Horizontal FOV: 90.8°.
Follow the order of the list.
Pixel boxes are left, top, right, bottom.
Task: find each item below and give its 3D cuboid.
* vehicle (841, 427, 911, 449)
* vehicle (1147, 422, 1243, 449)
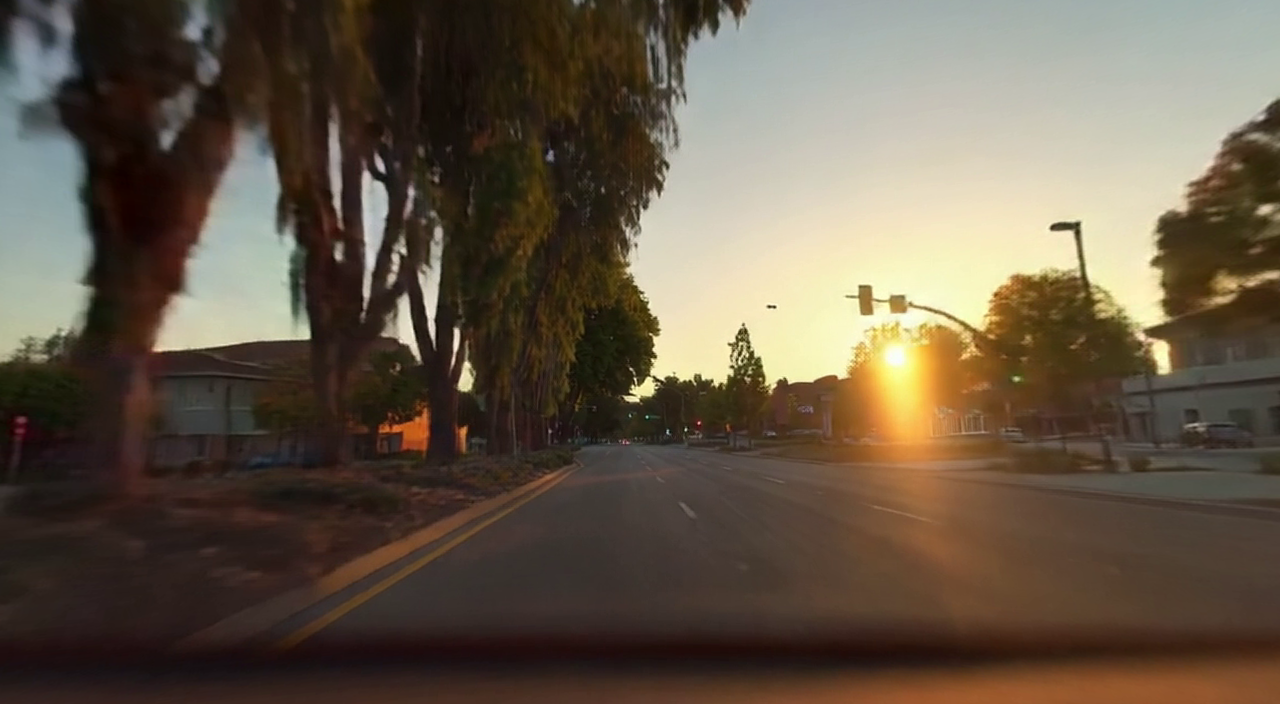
[{"bbox_3d":[18.500,6.756,49.692,4.688,1.658,1.950,0,-8,-2],"label":"vehicle"},{"bbox_3d":[34.986,5.322,40.017,1.886,1.548,4.605,0,-9,-1],"label":"vehicle"}]
